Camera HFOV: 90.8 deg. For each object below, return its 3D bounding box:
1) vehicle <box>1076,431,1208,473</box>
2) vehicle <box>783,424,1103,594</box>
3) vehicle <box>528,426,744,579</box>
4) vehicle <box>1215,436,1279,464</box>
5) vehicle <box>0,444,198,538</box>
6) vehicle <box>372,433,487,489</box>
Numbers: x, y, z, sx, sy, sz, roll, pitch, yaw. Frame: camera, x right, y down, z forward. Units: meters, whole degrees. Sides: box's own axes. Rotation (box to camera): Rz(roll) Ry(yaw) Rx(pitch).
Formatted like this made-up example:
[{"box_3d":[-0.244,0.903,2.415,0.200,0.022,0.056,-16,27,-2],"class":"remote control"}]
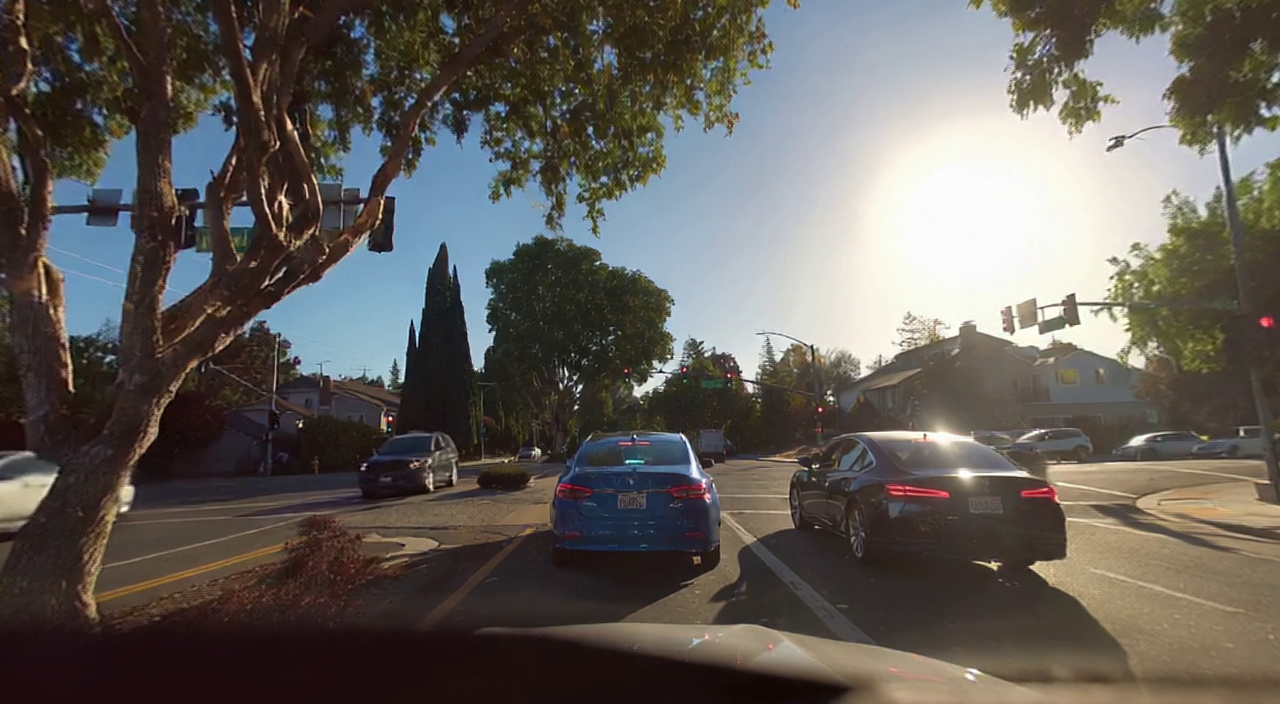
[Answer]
[{"box_3d":[23.985,4.782,30.307,4.520,1.762,2.005,-1,-8,-1],"class":"vehicle"},{"box_3d":[3.181,1.714,7.766,1.913,1.505,4.097,0,-8,0],"class":"vehicle"},{"box_3d":[-0.053,1.779,8.273,2.103,1.478,4.073,0,-8,-1],"class":"vehicle"},{"box_3d":[33.763,5.192,33.632,4.489,1.432,1.790,0,-9,0],"class":"vehicle"},{"box_3d":[-11.491,2.562,12.212,2.102,1.531,5.072,0,-8,2],"class":"vehicle"},{"box_3d":[-7.476,3.932,23.148,2.383,1.779,4.973,0,-8,1],"class":"vehicle"}]
